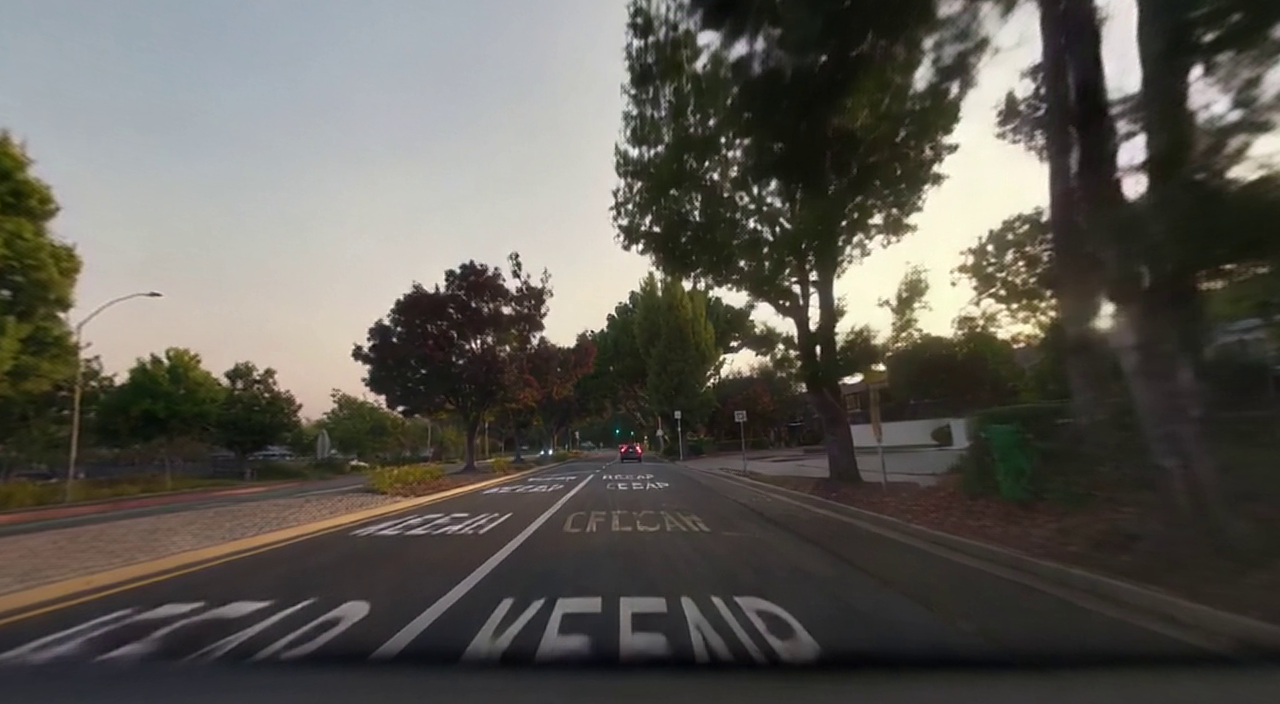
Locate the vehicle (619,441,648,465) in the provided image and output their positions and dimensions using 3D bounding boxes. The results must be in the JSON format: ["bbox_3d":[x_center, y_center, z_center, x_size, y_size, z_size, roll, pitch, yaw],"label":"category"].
[{"bbox_3d":[-0.483,7.341,45.960,2.045,1.613,4.210,0,-8,-1],"label":"vehicle"}]
